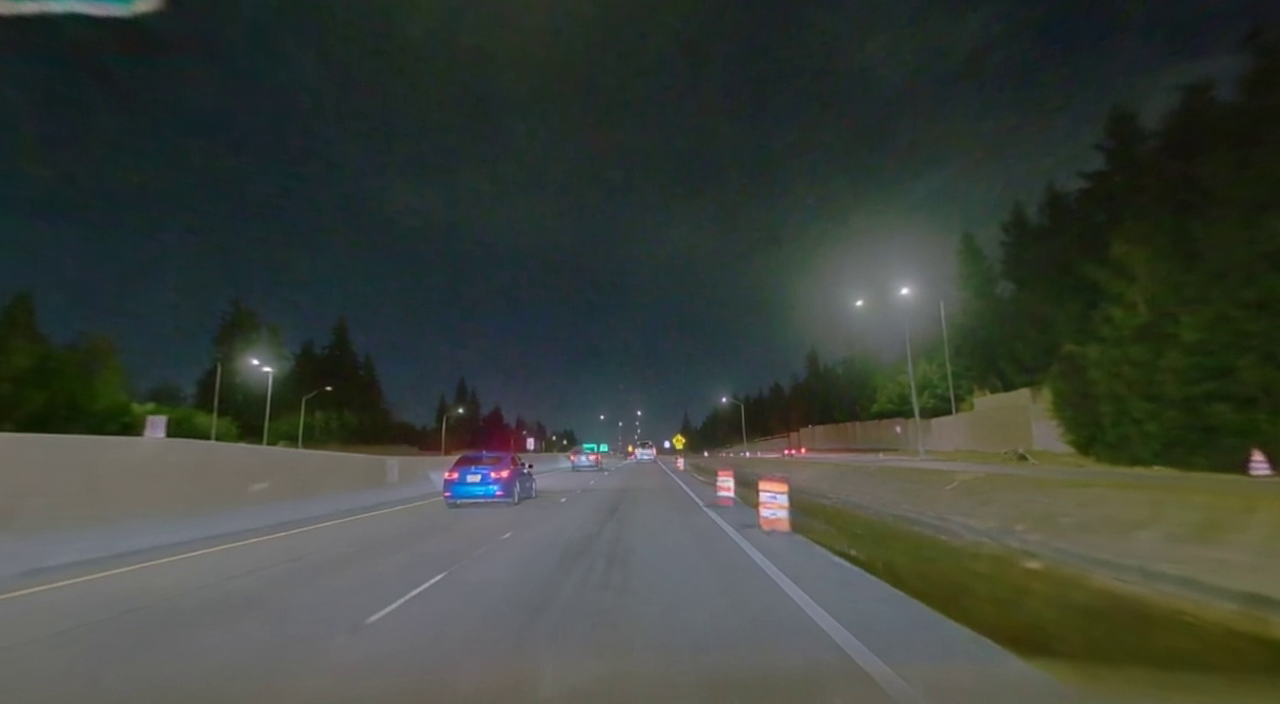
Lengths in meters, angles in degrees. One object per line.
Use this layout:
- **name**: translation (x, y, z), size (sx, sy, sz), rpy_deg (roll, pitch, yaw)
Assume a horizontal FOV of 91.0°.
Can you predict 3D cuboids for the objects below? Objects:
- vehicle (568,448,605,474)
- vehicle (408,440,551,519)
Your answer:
- **vehicle**: translation (-3.277, 6.778, 39.354), size (1.965, 1.459, 4.145), rpy_deg (0, -9, 0)
- **vehicle**: translation (-3.454, 2.848, 14.643), size (2.012, 1.510, 4.672), rpy_deg (0, -9, 1)
